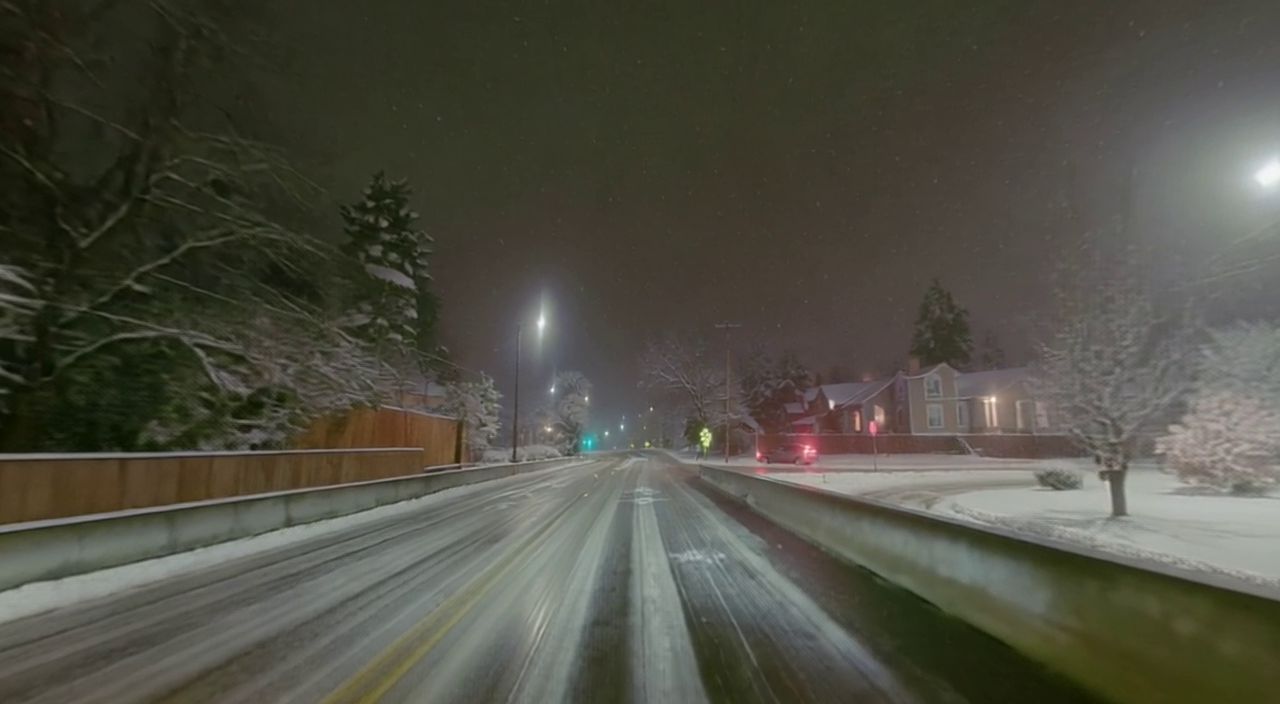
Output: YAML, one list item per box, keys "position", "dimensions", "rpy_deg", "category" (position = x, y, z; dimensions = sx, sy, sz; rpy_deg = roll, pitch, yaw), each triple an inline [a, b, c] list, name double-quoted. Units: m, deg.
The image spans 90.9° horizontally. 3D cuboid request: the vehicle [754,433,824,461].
- position: [10.814, 6.931, 46.032]
  dimensions: [4.614, 1.764, 1.860]
  rpy_deg: [-3, -8, 6]
  category: "vehicle"
